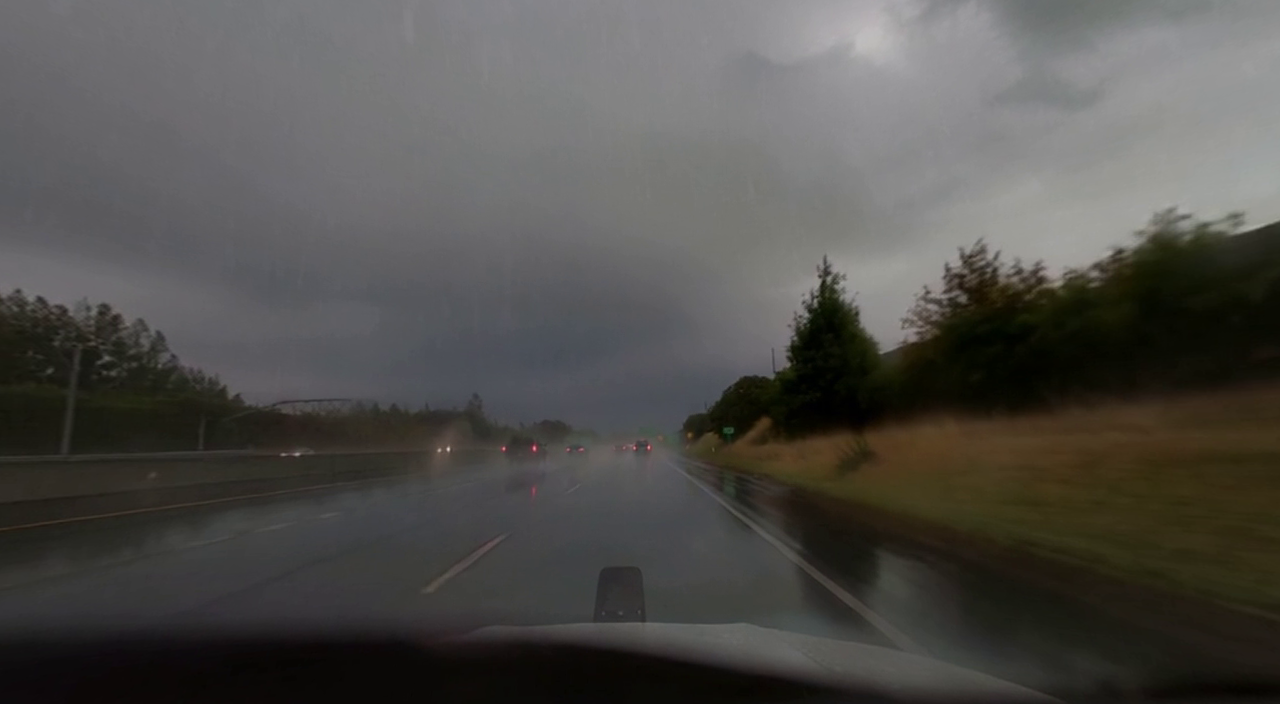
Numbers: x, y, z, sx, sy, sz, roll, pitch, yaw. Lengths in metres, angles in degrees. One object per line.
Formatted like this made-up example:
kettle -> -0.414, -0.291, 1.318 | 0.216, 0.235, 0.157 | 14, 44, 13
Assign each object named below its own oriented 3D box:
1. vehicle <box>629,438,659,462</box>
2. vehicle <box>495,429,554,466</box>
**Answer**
vehicle -> 0.260, 7.416, 47.720 | 2.141, 1.706, 4.065 | 0, -8, -1
vehicle -> -6.692, 5.655, 37.303 | 2.438, 1.967, 5.596 | 0, -8, 0
